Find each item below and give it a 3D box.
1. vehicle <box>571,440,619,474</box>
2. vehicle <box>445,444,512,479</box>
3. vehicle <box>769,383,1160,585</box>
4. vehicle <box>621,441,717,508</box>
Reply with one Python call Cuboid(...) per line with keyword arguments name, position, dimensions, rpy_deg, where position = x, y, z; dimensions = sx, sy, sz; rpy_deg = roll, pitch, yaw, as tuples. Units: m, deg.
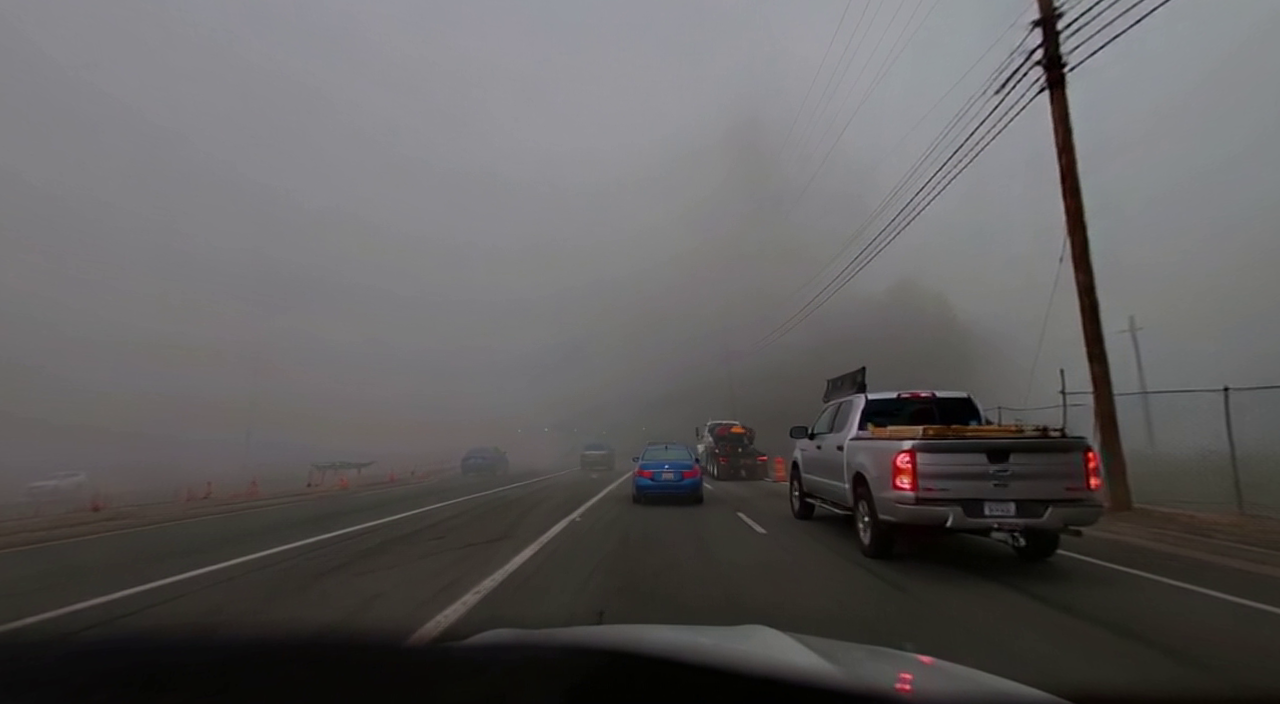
Cuboid(name="vehicle", position=(-2.340, 5.629, 33.990), dimensions=(1.989, 1.729, 4.184), rpy_deg=(-1, -8, 4))
Cuboid(name="vehicle", position=(-7.574, 5.182, 30.152), dimensions=(2.018, 1.490, 4.926), rpy_deg=(0, -8, -1))
Cuboid(name="vehicle", position=(3.882, 1.776, 9.483), dimensions=(2.555, 2.017, 6.201), rpy_deg=(0, -9, 0))
Cuboid(name="vehicle", position=(0.673, 3.038, 16.167), dimensions=(2.128, 1.473, 4.272), rpy_deg=(0, -8, 1))
